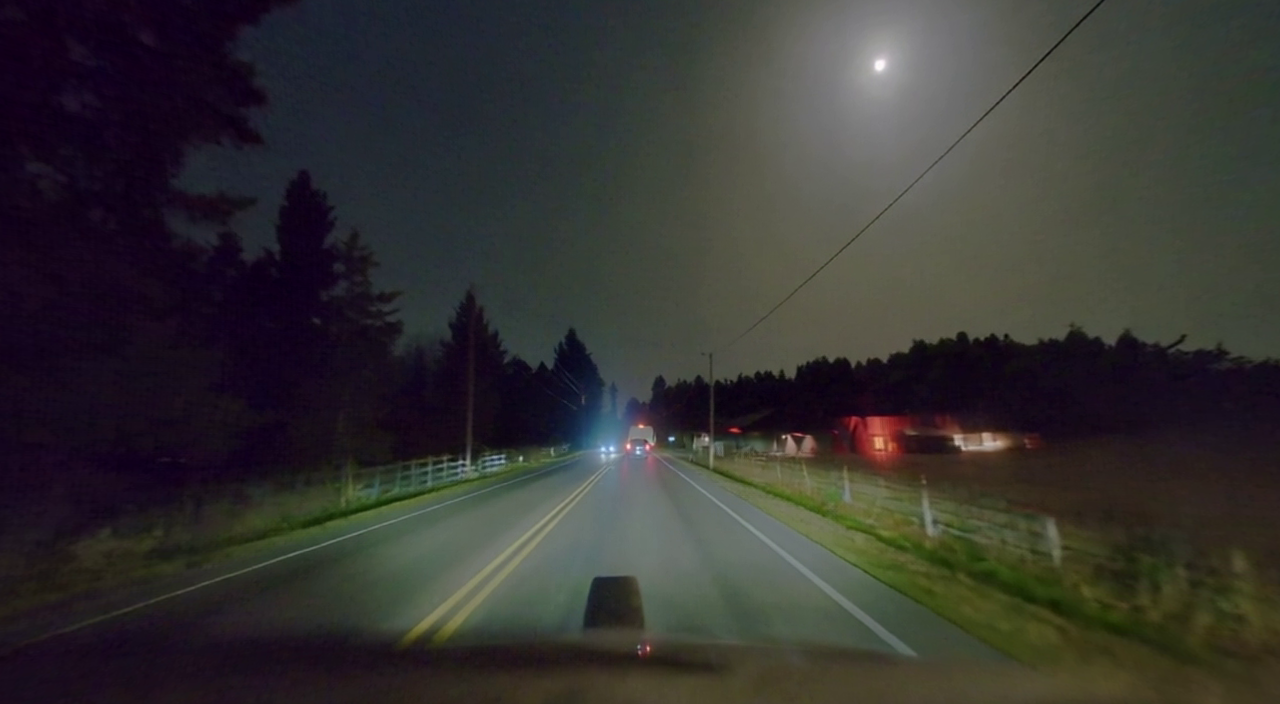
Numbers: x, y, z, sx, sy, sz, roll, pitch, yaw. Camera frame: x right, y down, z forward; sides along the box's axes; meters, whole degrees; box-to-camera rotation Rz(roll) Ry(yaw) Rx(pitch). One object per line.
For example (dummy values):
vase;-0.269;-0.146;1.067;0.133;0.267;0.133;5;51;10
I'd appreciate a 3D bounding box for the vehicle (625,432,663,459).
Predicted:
vehicle;0.186;7.008;47.307;2.649;1.870;5.885;0;-8;-2
